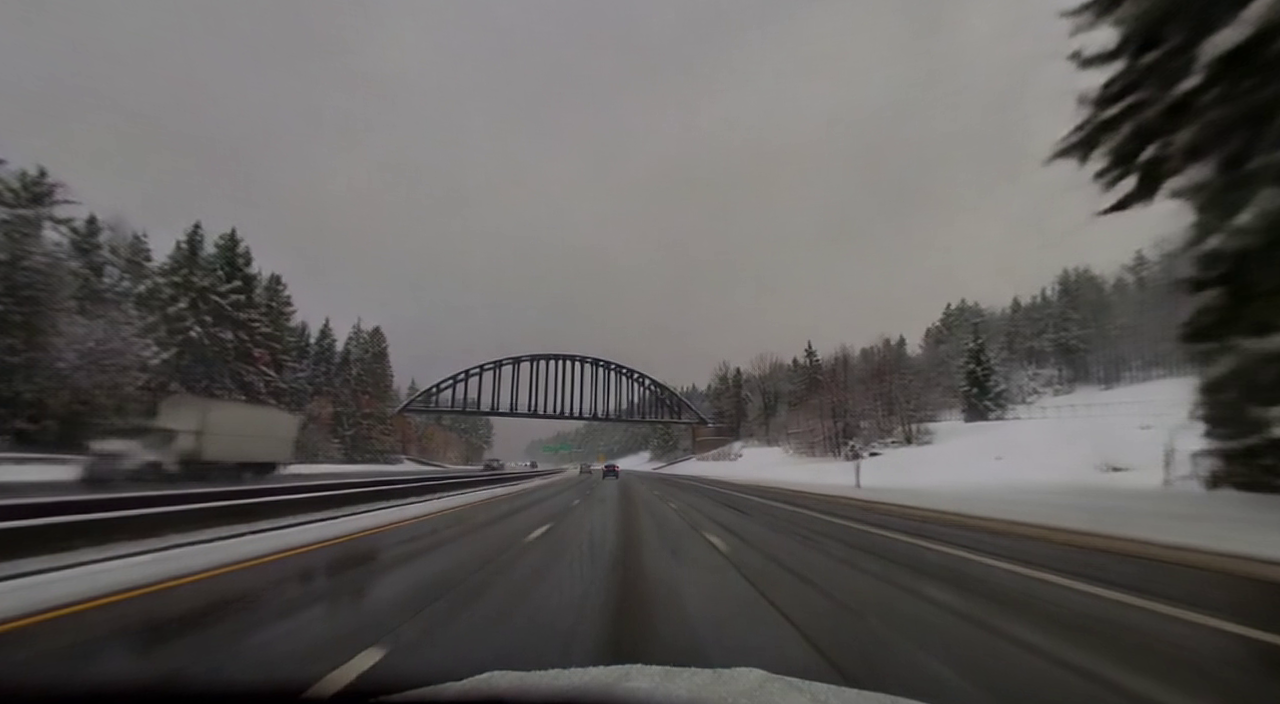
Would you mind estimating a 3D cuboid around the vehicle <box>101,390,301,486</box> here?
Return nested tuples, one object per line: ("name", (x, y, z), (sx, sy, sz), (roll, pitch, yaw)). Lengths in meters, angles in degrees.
("vehicle", (-20.424, 4.340, 30.408), (2.936, 3.889, 9.299), (1, -10, -1))
